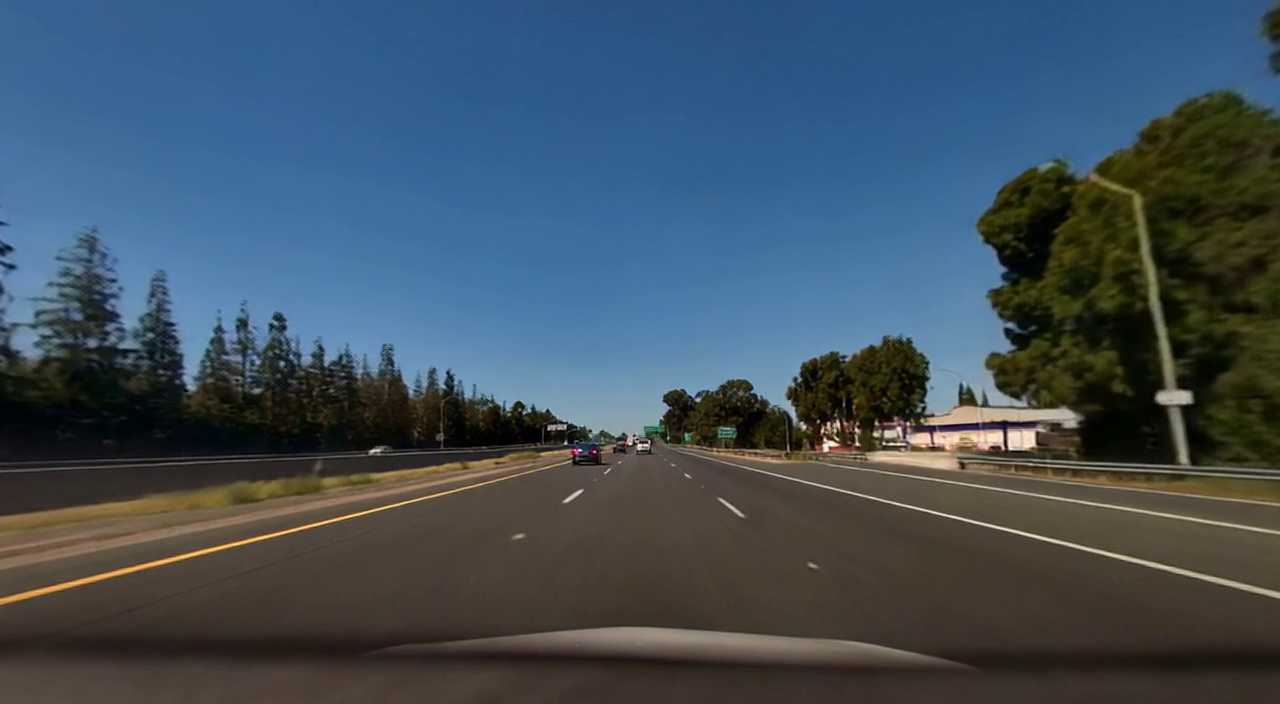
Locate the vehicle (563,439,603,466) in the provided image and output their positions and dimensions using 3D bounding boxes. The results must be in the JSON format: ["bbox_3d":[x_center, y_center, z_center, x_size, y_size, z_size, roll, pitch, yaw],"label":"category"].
[{"bbox_3d":[-3.459,6.168,38.798,2.015,1.557,4.229,0,-9,1],"label":"vehicle"}]
